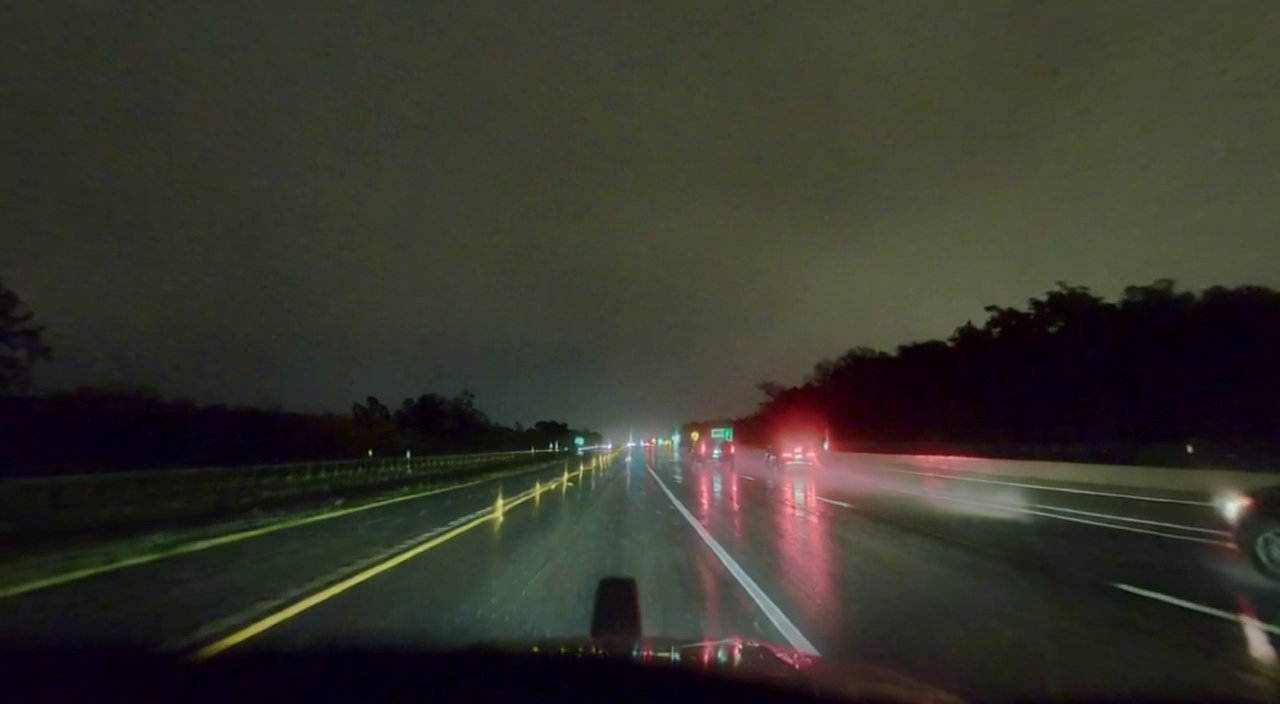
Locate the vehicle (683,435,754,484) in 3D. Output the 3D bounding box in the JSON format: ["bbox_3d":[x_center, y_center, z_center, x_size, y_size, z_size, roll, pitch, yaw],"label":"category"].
[{"bbox_3d":[3.056,4.304,25.715,2.141,1.785,4.778,0,-8,-2],"label":"vehicle"}]
